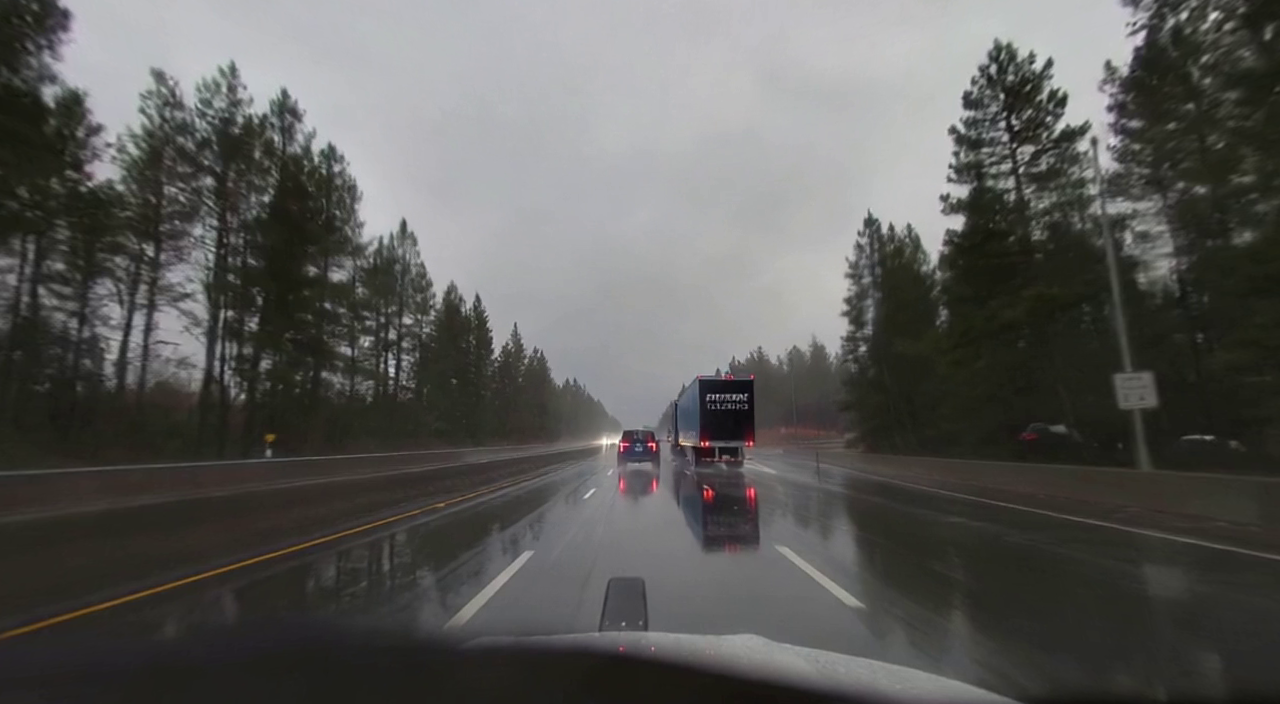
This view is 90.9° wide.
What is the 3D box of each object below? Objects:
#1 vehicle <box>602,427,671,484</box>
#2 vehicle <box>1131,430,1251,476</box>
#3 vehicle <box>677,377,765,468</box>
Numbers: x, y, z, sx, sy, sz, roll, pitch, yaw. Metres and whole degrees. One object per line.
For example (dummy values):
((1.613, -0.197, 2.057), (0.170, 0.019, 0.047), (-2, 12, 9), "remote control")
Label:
((-0.123, 3.710, 22.858), (2.222, 1.848, 4.610), (0, -8, 0), "vehicle")
((42.103, 7.812, 48.225), (8.206, 3.225, 2.732), (4, -12, -18), "vehicle")
((4.199, 4.442, 37.217), (2.899, 4.160, 16.621), (0, -8, 0), "vehicle")
